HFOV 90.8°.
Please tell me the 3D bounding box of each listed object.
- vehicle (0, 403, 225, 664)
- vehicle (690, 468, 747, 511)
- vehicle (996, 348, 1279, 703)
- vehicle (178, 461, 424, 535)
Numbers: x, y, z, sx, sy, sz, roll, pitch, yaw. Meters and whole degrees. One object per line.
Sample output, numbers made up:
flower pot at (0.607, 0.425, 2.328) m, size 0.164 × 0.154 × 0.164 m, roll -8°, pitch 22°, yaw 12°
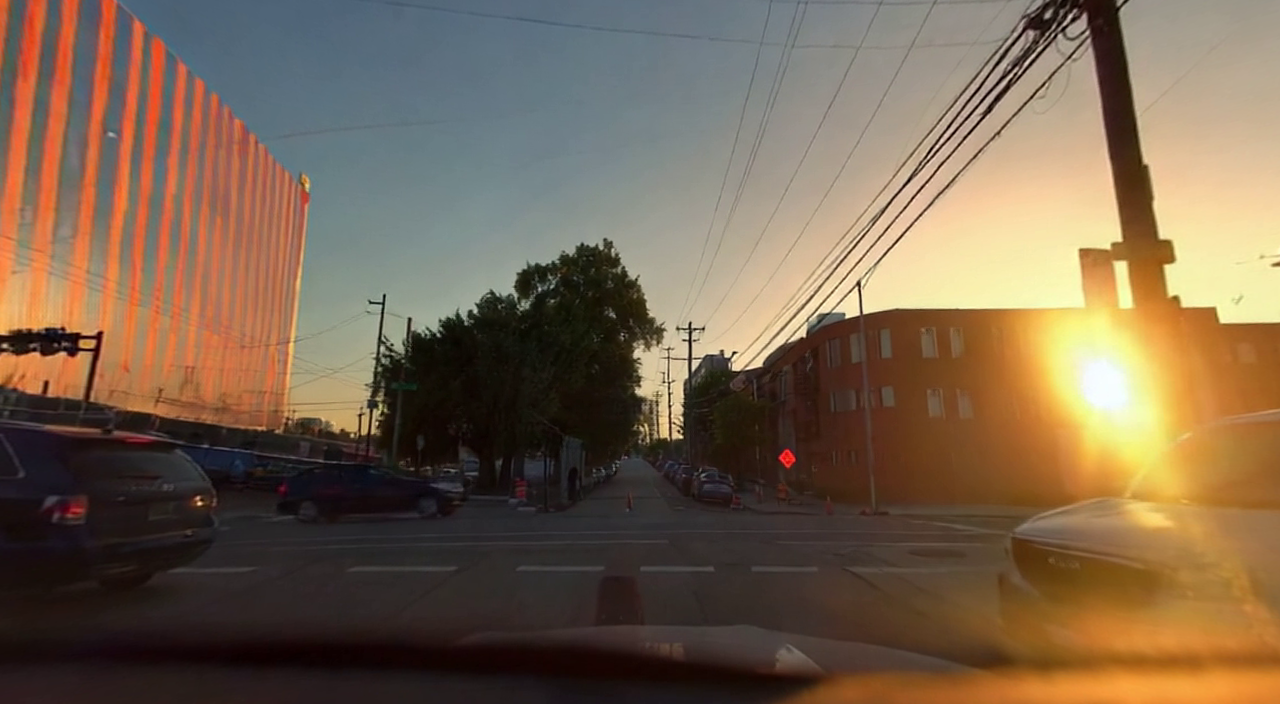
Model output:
vehicle at (-6.616, 1.166, 4.987) m, size 5.025 × 1.648 × 2.055 m, roll 5°, pitch -12°, yaw -2°
vehicle at (3.786, 6.674, 31.068) m, size 2.007 × 1.804 × 4.136 m, roll 0°, pitch -9°, yaw -4°
vehicle at (4.483, 0.964, 2.945) m, size 4.416 × 1.750 × 2.011 m, roll 0°, pitch -9°, yaw -4°
vehicle at (-7.608, 3.298, 14.585) m, size 4.549 × 1.497 × 1.887 m, roll 0°, pitch -8°, yaw -3°
